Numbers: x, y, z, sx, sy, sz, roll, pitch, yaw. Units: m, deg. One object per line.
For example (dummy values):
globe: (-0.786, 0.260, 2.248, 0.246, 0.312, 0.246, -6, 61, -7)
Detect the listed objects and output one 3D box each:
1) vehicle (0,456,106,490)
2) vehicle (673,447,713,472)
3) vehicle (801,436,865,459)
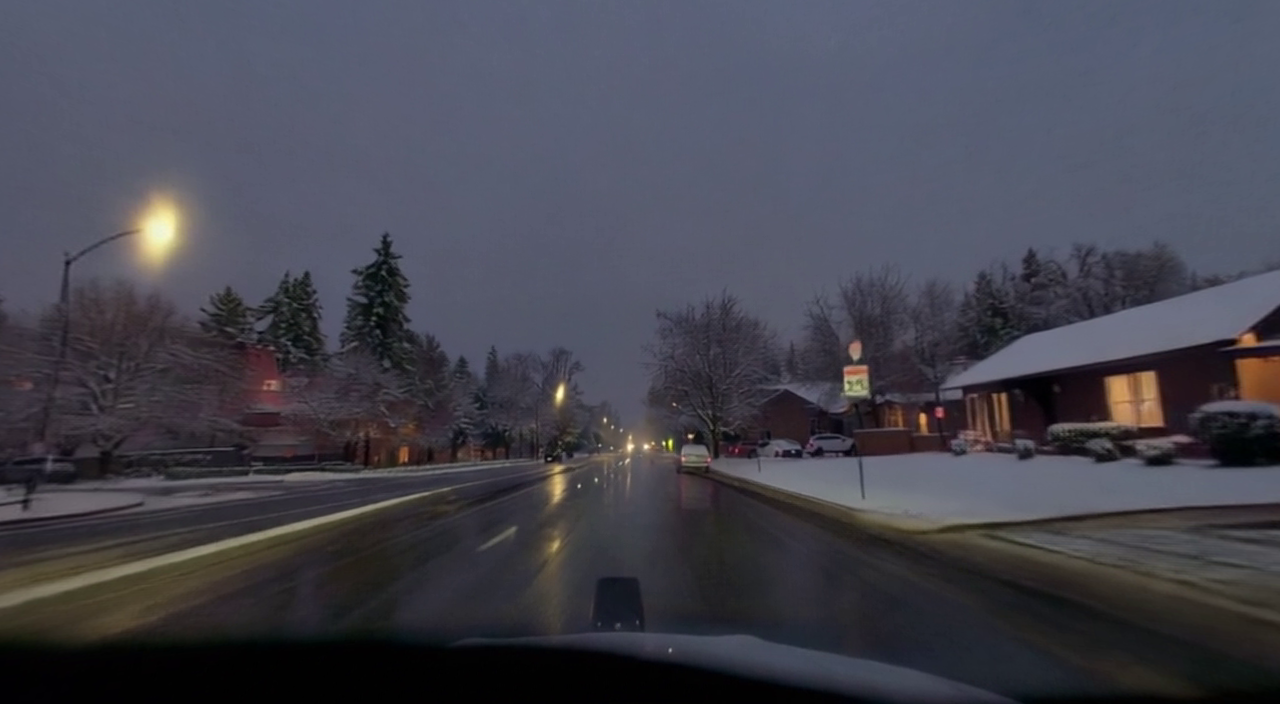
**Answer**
vehicle: (-35.836, 7.305, 38.537, 2.007, 1.822, 4.919, 0, -9, 2)
vehicle: (3.317, 6.804, 40.255, 2.080, 1.503, 4.821, 0, -9, 0)
vehicle: (14.701, 7.311, 48.305, 4.290, 1.717, 2.013, -1, -9, 5)
